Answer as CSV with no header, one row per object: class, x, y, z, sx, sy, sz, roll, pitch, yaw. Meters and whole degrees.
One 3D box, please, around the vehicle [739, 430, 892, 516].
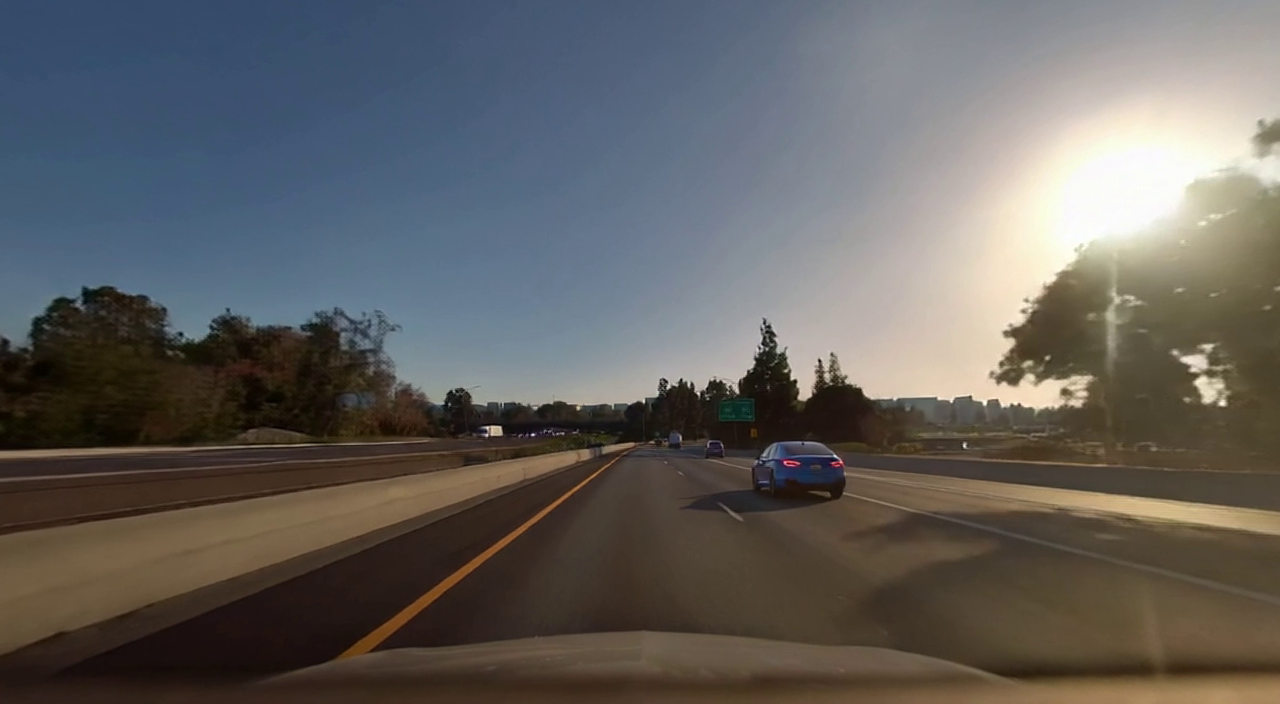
vehicle,3.570,2.554,13.800,2.050,1.546,4.344,0,-9,-1
